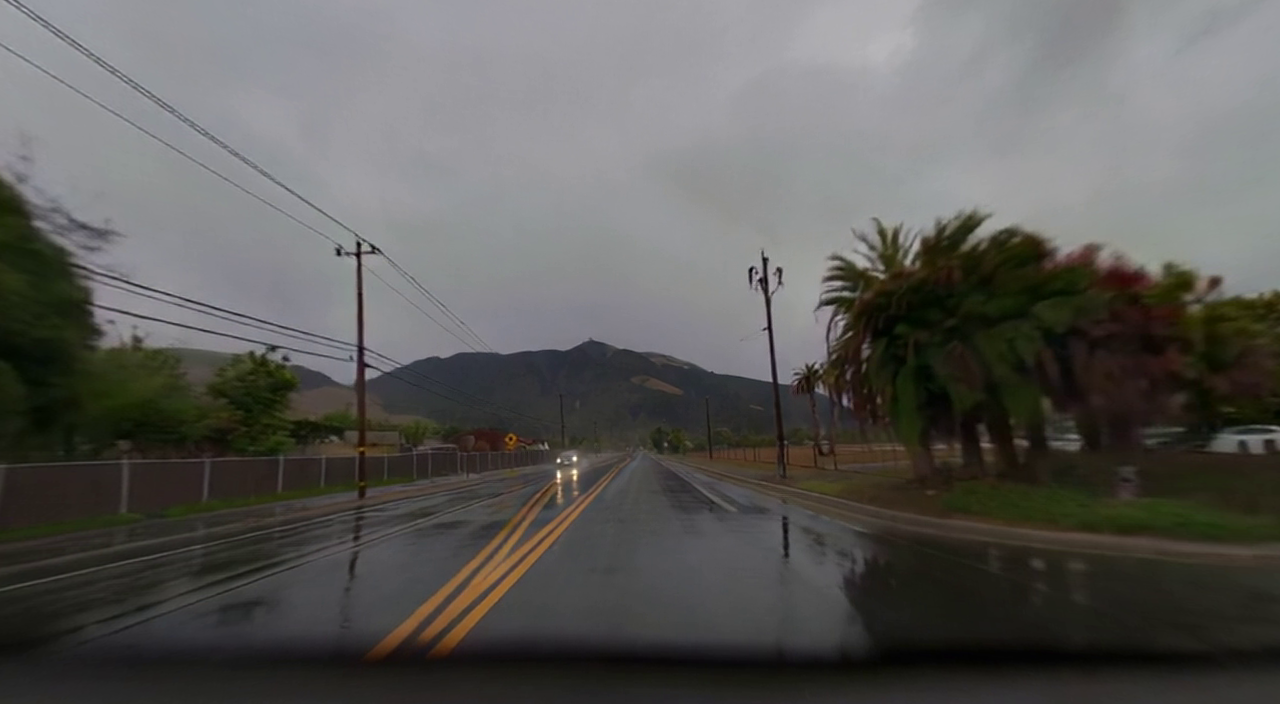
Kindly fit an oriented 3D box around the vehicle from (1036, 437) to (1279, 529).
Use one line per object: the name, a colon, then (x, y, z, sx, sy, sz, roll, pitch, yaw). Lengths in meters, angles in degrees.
vehicle: (10.300, 2.366, 11.677, 4.540, 1.505, 2.021, -3, -9, 21)
